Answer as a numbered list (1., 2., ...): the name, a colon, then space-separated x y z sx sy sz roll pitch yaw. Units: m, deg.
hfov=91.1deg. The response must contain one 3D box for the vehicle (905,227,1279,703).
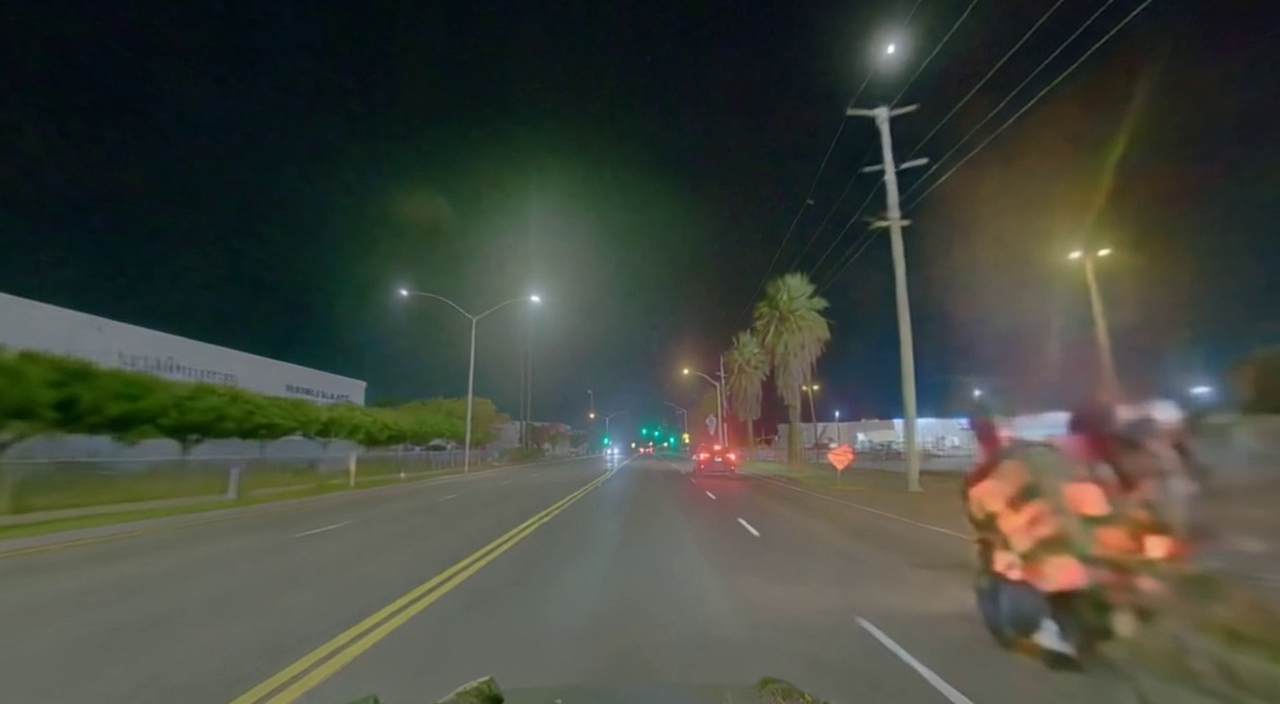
1. vehicle: 3.112 0.594 1.700 2.386 1.970 5.665 0 -8 1

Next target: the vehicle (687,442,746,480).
1. vehicle: 3.389 4.929 28.649 2.148 1.562 4.642 0 -8 0
